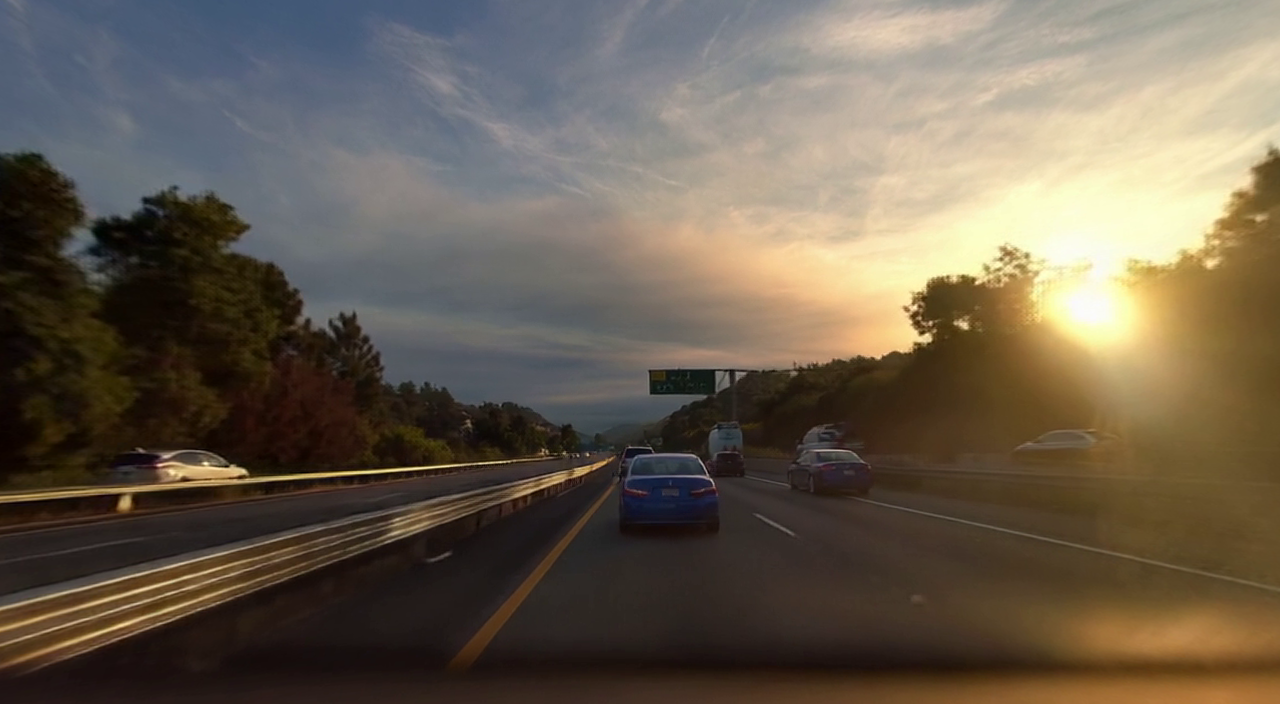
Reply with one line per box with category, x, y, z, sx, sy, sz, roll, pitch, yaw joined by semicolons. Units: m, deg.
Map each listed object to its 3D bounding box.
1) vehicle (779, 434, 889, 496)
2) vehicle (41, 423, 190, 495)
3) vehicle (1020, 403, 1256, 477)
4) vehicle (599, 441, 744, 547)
vehicle;6.343;3.770;21.274;2.177;1.827;4.565;0;-9;-1
vehicle;-33.512;6.838;40.851;2.902;3.981;7.819;-3;-8;0
vehicle;31.556;5.917;41.612;2.822;3.996;14.073;1;-9;-7
vehicle;0.418;2.346;10.976;2.076;1.485;3.774;0;-9;-1
